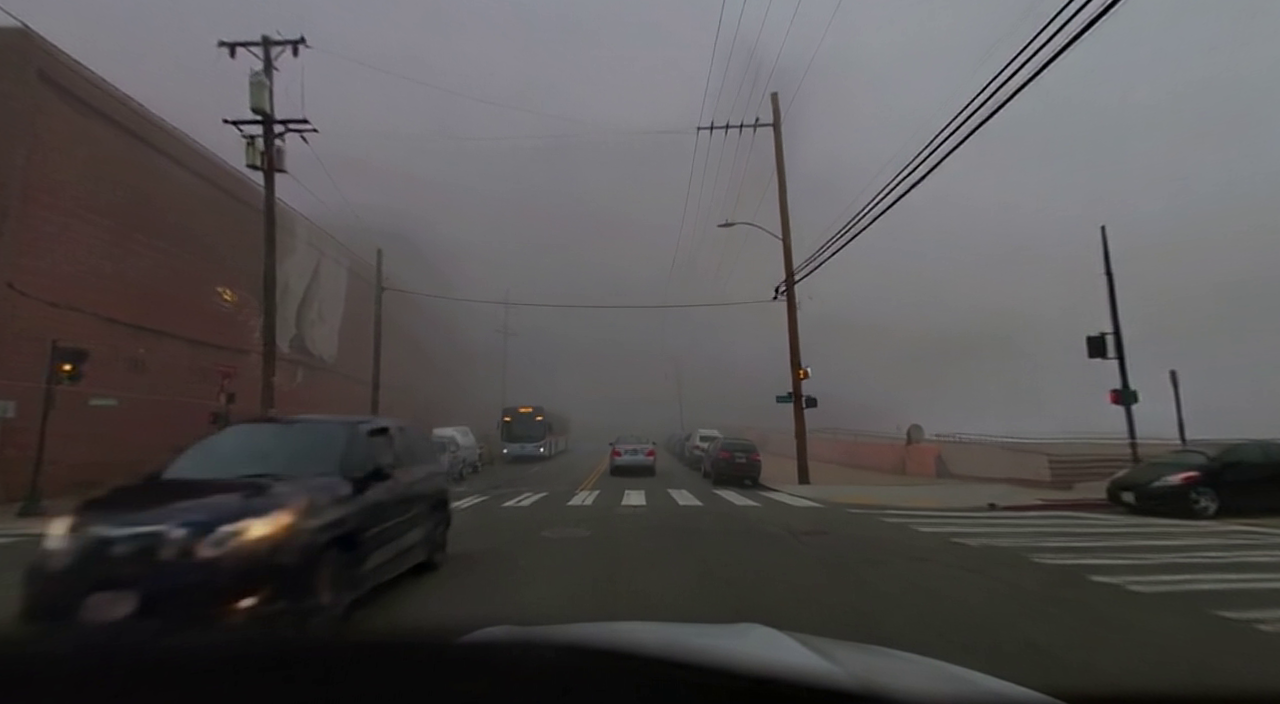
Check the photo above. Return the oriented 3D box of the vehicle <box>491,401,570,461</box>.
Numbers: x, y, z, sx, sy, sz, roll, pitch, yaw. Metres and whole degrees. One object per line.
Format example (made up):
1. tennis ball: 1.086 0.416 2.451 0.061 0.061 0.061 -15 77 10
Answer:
1. vehicle: -6.757 5.307 41.405 3.297 3.342 12.875 0 -8 -2

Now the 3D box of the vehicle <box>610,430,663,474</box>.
1. vehicle: -0.204 4.374 27.895 2.190 1.783 4.048 0 -8 -2

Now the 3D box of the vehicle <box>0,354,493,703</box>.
1. vehicle: -3.412 1.389 6.366 2.474 1.926 5.823 0 -8 0

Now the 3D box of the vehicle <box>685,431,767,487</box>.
1. vehicle: 2.893 3.753 22.220 2.171 1.751 4.373 0 -10 -1

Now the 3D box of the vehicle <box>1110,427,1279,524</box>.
1. vehicle: 11.992 2.265 11.895 4.576 1.650 1.980 -1 -8 3
